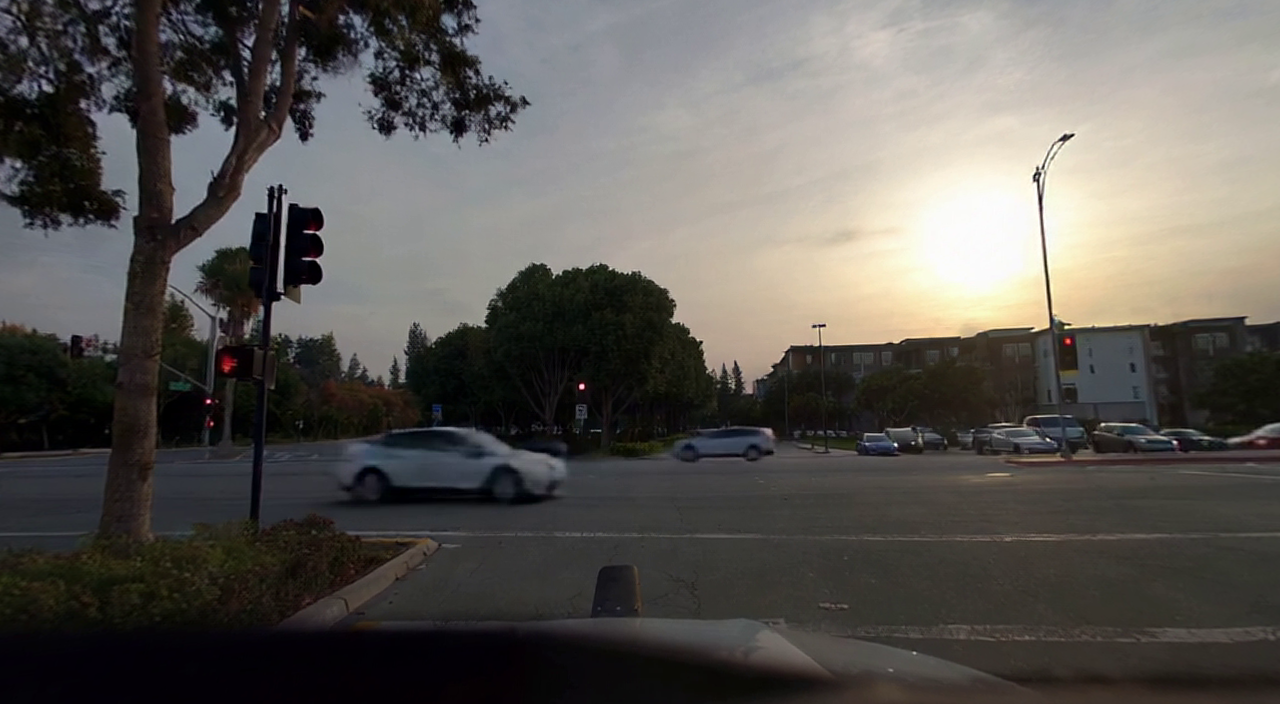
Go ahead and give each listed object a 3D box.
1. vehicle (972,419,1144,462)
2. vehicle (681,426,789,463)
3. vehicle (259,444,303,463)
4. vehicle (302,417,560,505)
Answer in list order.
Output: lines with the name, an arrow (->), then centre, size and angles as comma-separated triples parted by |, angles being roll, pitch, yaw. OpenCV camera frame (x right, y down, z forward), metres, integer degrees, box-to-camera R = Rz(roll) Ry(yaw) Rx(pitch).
vehicle -> 15.015, 3.219, 22.955 | 4.749, 1.461, 1.892 | -1, -9, 9
vehicle -> 4.329, 4.205, 28.747 | 4.677, 1.593, 2.029 | -2, -9, 11
vehicle -> -28.114, 7.918, 49.569 | 2.235, 1.417, 4.272 | 3, -9, -20
vehicle -> -4.514, 2.389, 14.063 | 4.959, 1.715, 2.162 | -2, -9, 11
